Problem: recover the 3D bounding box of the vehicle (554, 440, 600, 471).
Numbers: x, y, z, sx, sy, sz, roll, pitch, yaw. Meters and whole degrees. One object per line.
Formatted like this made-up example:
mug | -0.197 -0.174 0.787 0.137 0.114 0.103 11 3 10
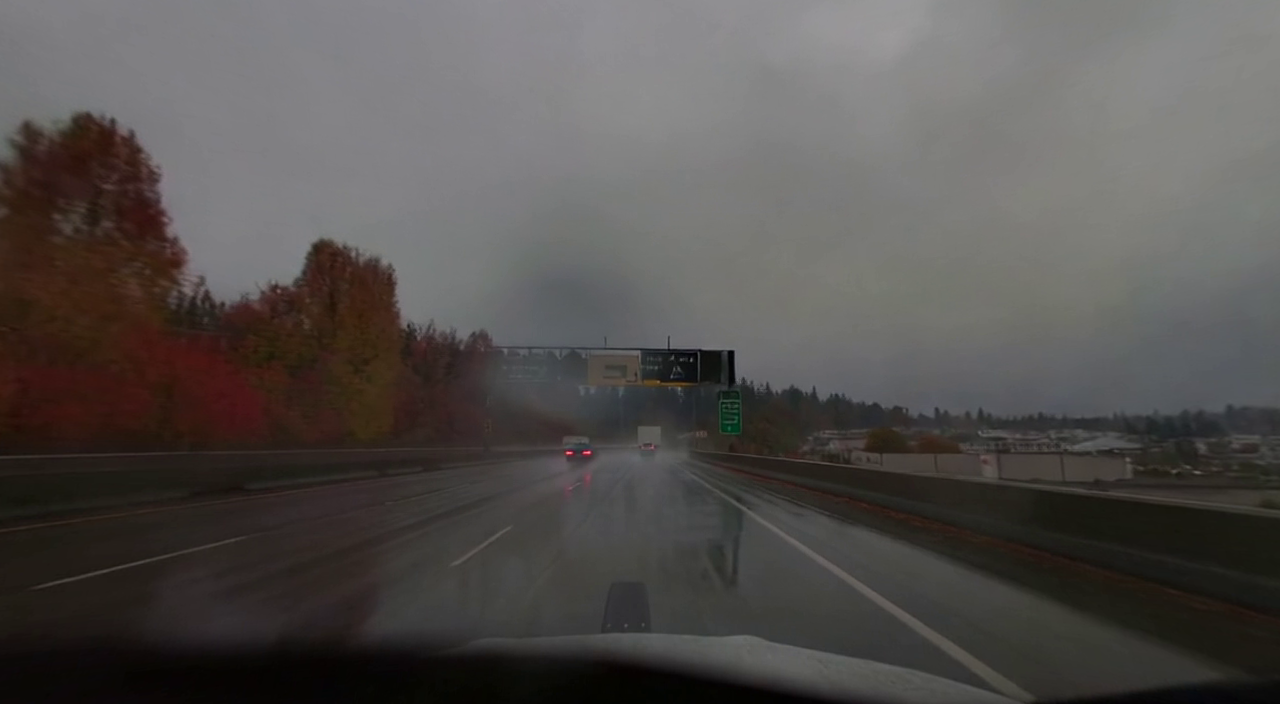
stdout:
vehicle | -3.377 5.653 34.706 2.061 1.572 4.814 0 -8 0
